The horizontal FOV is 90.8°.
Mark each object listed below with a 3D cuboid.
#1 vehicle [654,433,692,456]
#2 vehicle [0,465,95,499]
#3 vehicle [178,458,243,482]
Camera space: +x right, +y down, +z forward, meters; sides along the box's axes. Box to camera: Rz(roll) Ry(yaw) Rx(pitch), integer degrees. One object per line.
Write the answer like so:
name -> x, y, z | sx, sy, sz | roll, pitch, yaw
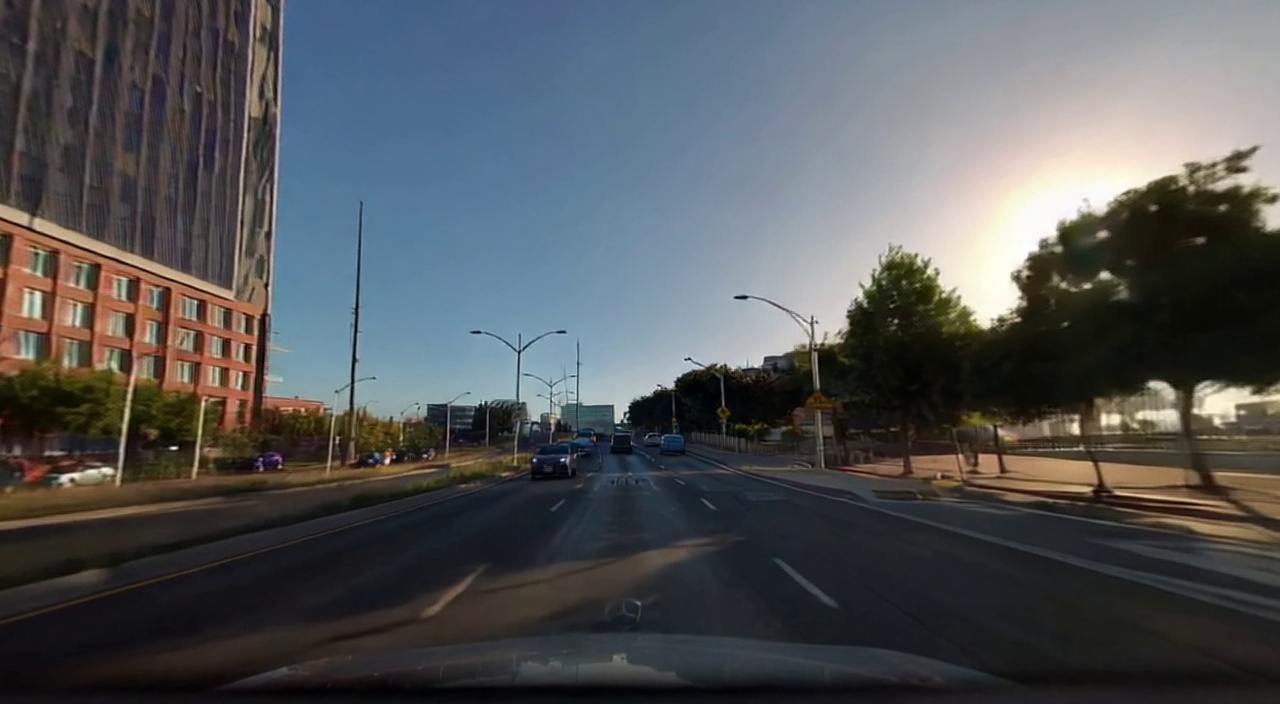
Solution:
vehicle -> 2.188, 6.346, 43.258 | 2.090, 1.506, 4.382 | 0, -8, -3
vehicle -> -29.679, 6.401, 31.286 | 1.732, 1.427, 4.059 | -1, -9, 0
vehicle -> -29.948, 8.212, 44.198 | 1.764, 1.476, 4.121 | -1, -9, -3
